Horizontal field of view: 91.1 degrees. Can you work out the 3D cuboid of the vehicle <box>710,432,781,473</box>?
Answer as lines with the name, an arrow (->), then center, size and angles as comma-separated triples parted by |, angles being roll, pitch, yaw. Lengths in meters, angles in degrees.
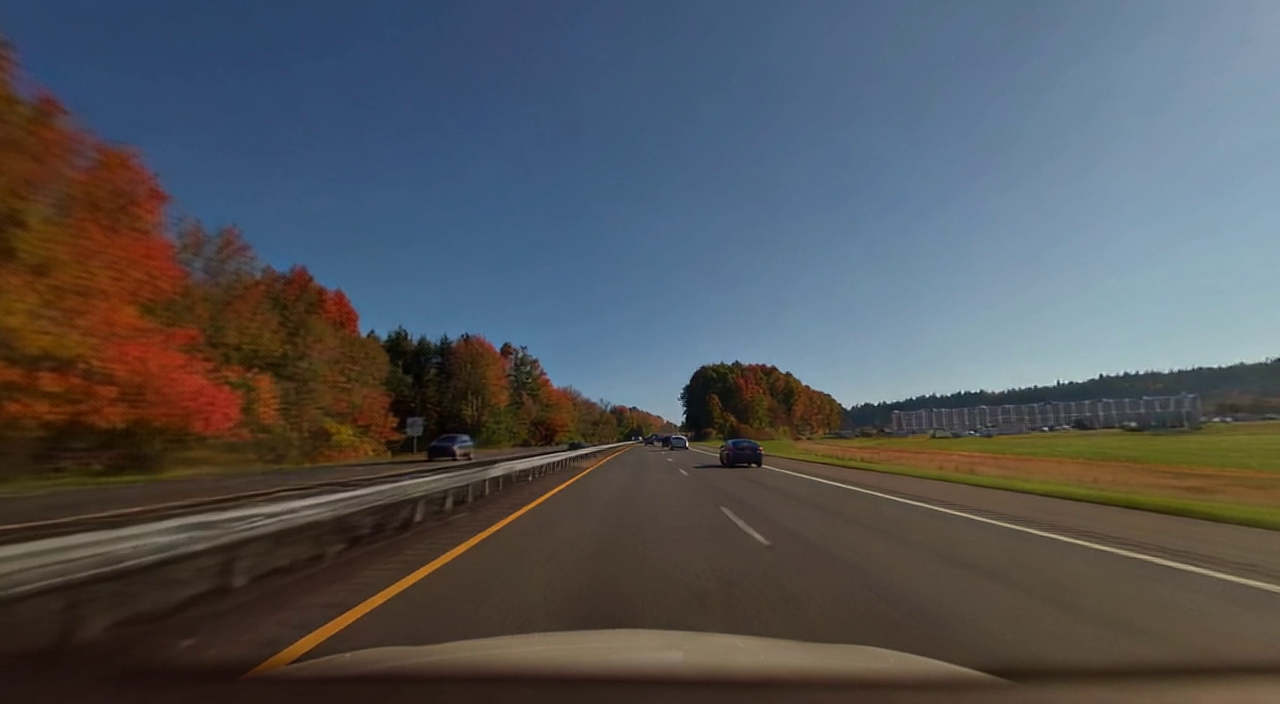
vehicle -> 4.155, 4.019, 25.410 | 2.024, 1.516, 4.197 | 0, -8, -1

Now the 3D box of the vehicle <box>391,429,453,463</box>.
vehicle -> -13.202, 5.709, 38.324 | 2.025, 1.874, 4.956 | 0, -8, -1
